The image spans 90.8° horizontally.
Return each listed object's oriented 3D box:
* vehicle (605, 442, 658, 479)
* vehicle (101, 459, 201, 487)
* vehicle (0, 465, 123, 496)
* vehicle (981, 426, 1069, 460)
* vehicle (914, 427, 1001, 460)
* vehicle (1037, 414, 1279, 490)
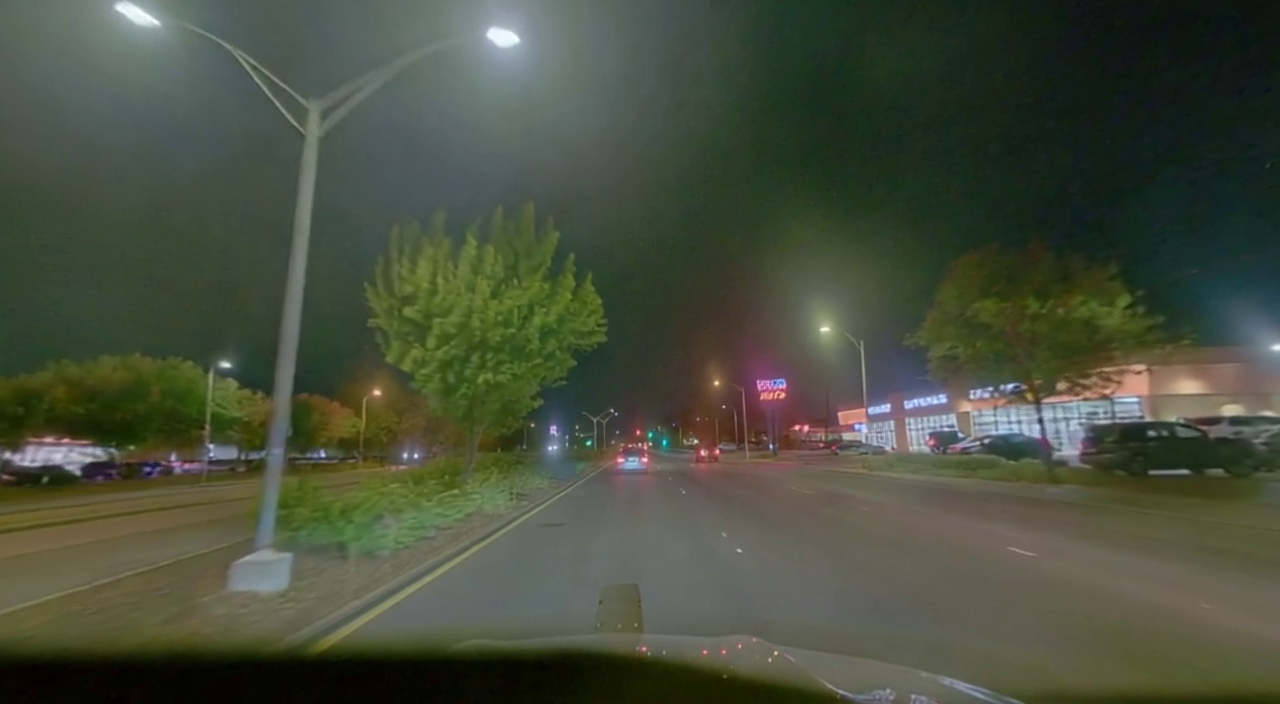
[{"bbox_3d":[-0.333,4.660,27.456,2.126,1.475,3.967,0,-8,0],"label":"vehicle"},{"bbox_3d":[-29.823,7.383,38.657,4.360,1.606,1.978,0,-9,-5],"label":"vehicle"},{"bbox_3d":[-30.552,6.790,33.483,4.497,1.450,2.010,0,-8,-1],"label":"vehicle"},{"bbox_3d":[23.937,5.741,39.601,2.126,1.971,5.619,-1,-9,3],"label":"vehicle"},{"bbox_3d":[20.622,6.011,41.437,2.356,2.005,6.308,0,-8,-1],"label":"vehicle"},{"bbox_3d":[16.428,3.146,20.358,2.454,1.973,7.124,-1,-8,-1],"label":"vehicle"}]
